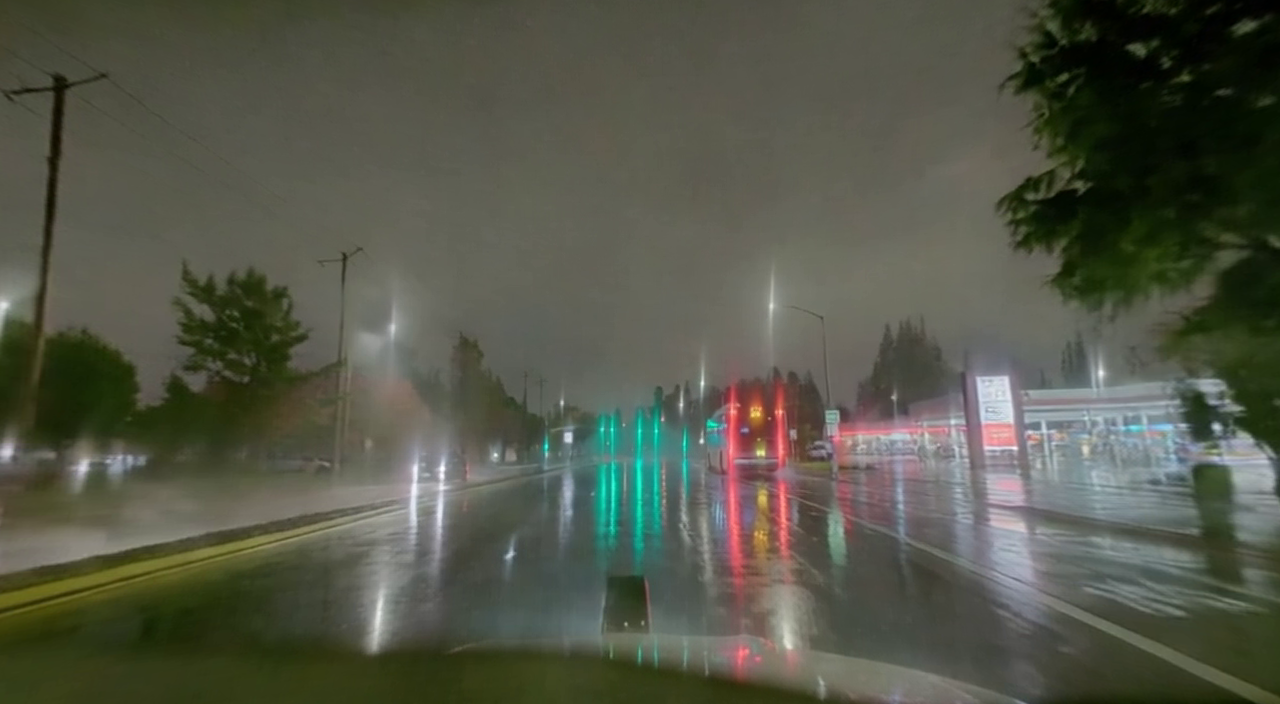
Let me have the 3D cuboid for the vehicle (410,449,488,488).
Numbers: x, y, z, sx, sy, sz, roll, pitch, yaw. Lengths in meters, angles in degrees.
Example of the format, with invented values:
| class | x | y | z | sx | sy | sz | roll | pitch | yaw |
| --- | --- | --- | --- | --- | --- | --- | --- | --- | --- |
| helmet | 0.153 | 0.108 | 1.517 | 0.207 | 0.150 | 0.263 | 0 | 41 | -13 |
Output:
| class | x | y | z | sx | sy | sz | roll | pitch | yaw |
| --- | --- | --- | --- | --- | --- | --- | --- | --- | --- |
| vehicle | -7.988 | 4.884 | 26.777 | 1.900 | 1.481 | 4.317 | 0 | -8 | 1 |

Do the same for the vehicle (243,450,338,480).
| class | x | y | z | sx | sy | sz | roll | pitch | yaw |
| --- | --- | --- | --- | --- | --- | --- | --- | --- | --- |
| vehicle | -24.172 | 7.778 | 43.861 | 2.284 | 1.855 | 5.392 | -4 | -9 | 25 |
